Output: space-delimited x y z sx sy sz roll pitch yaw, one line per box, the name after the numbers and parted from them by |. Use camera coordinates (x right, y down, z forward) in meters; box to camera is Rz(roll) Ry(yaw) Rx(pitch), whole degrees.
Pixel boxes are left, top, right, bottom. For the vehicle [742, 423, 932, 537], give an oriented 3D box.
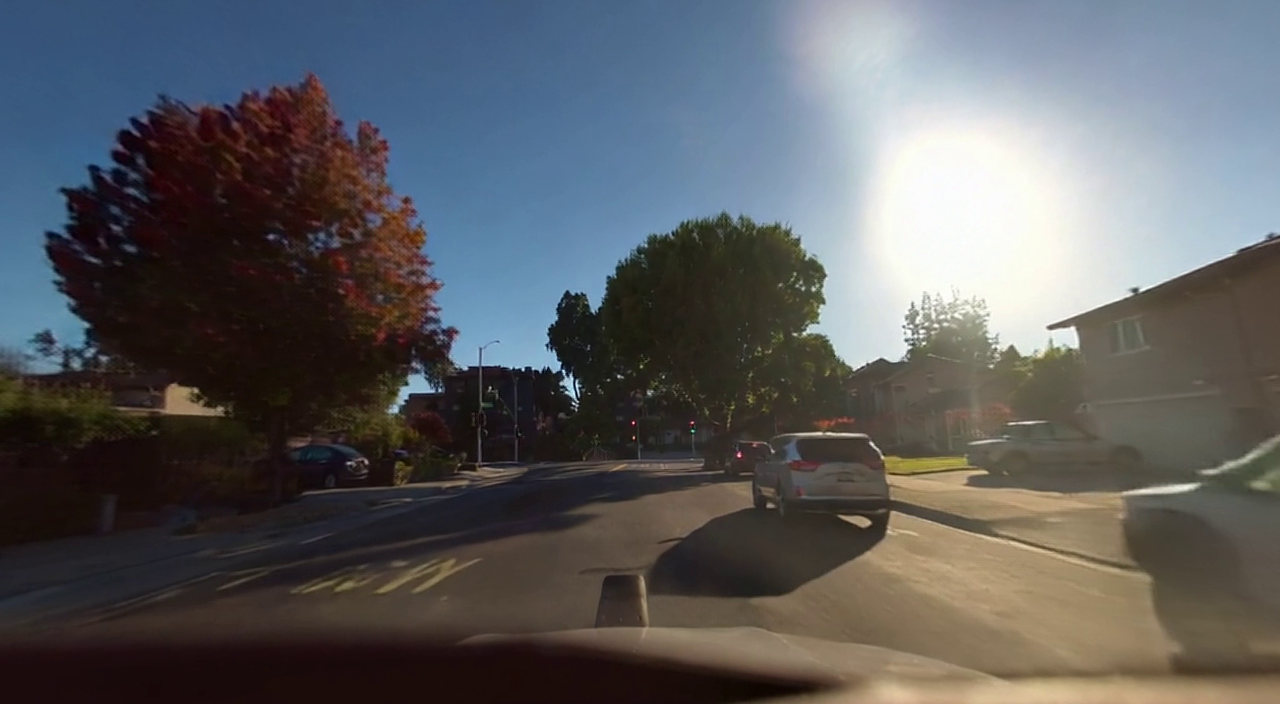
3.160 2.157 11.279 2.037 1.595 4.536 -1 -8 2 | vehicle

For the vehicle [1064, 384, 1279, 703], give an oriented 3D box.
4.112 0.820 2.160 2.043 1.585 4.687 0 -8 0 | vehicle
